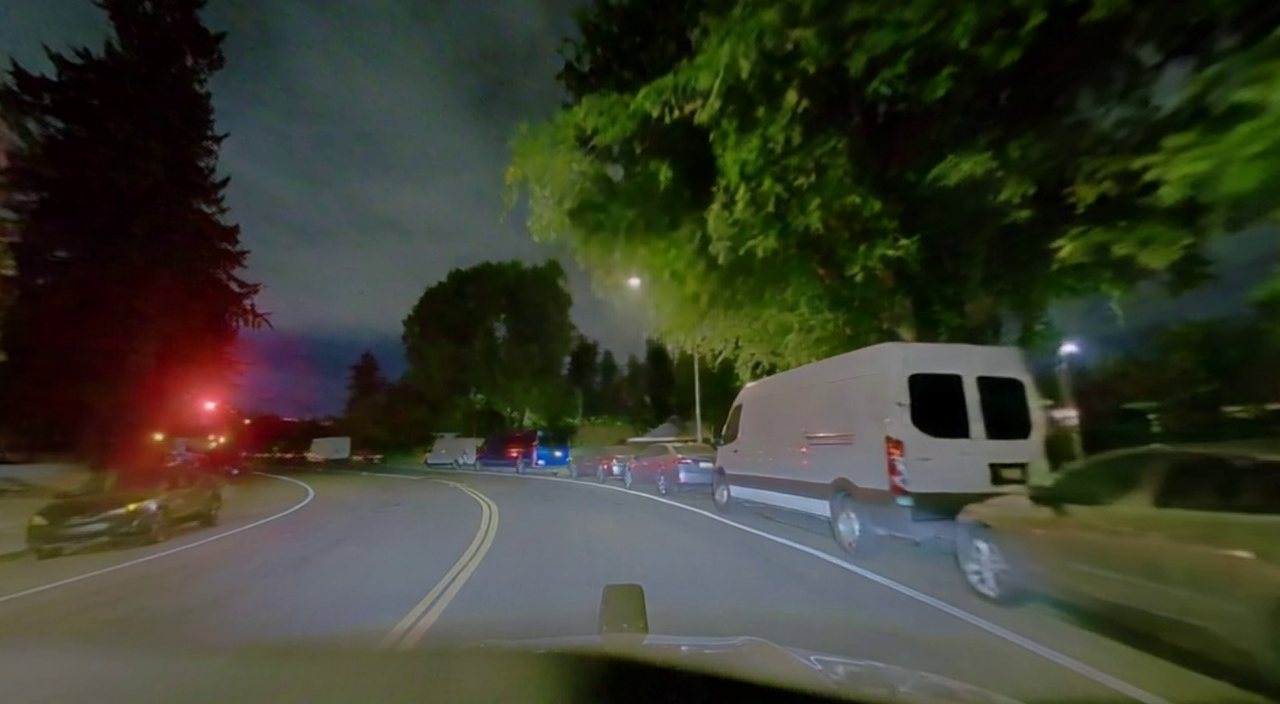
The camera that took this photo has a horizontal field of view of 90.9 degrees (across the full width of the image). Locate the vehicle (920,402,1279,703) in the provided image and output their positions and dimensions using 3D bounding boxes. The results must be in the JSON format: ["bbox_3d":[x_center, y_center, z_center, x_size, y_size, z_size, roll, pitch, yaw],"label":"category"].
[{"bbox_3d":[3.740,1.100,3.779,1.891,1.466,4.362,0,-8,-3],"label":"vehicle"}]

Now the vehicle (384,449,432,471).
[{"bbox_3d":[-16.709,7.732,45.318,1.804,1.453,4.462,7,-11,-39],"label":"vehicle"}]

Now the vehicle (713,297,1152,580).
[{"bbox_3d":[3.303,1.311,9.629,2.406,2.689,6.916,1,-8,-10],"label":"vehicle"}]

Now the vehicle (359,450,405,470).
[{"bbox_3d":[-20.315,8.476,49.529,1.762,1.444,4.906,7,-11,-41],"label":"vehicle"}]

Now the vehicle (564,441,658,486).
[{"bbox_3d":[-1.203,4.088,23.480,1.957,1.479,4.554,3,-9,-24],"label":"vehicle"}]

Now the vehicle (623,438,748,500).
[{"bbox_3d":[1.065,3.136,17.463,1.961,1.456,4.569,2,-9,-16],"label":"vehicle"}]

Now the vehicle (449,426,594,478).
[{"bbox_3d":[-6.458,5.115,32.395,3.041,2.164,10.370,4,-10,-36],"label":"vehicle"}]

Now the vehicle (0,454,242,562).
[{"bbox_3d":[-8.977,2.599,11.231,1.985,1.485,3.820,2,-9,-14],"label":"vehicle"}]
